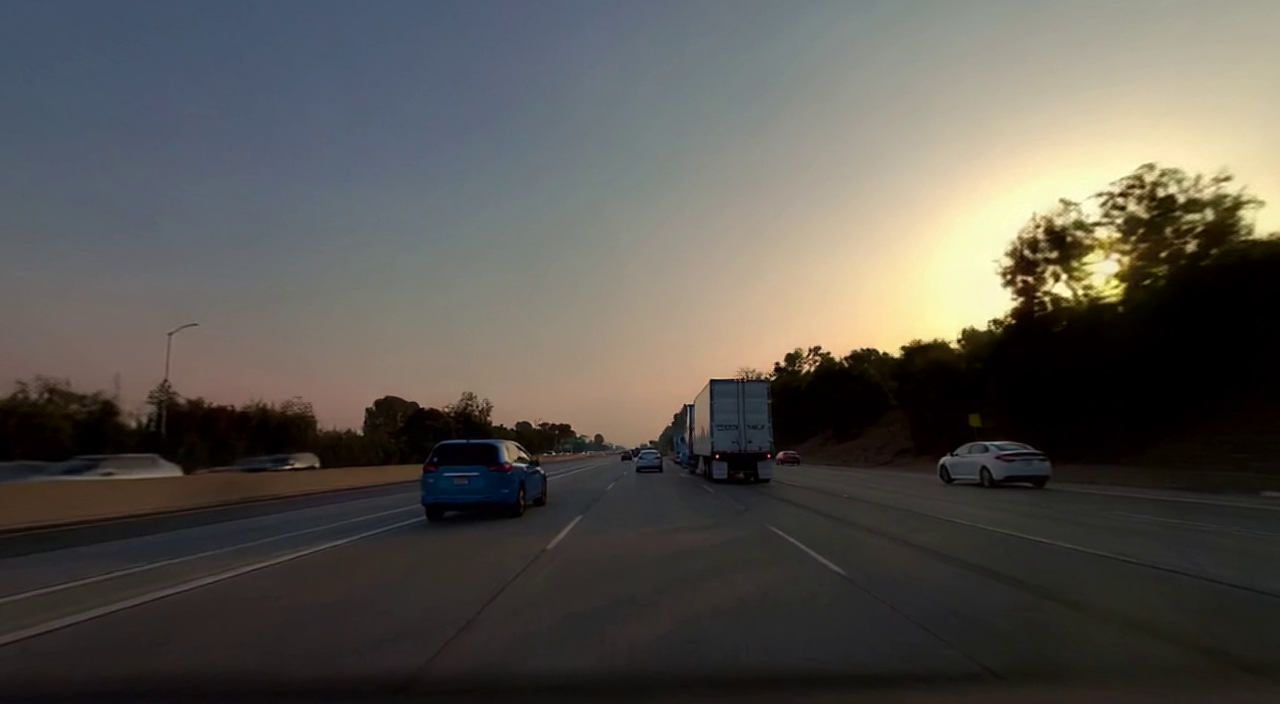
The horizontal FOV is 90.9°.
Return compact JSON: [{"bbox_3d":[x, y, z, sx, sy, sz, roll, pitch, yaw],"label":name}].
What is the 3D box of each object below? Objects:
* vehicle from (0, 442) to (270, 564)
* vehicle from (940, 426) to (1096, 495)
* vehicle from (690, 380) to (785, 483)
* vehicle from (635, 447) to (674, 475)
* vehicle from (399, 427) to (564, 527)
[{"bbox_3d":[-8.415,2.252,10.244,2.084,1.518,4.418,0,-9,0],"label":"vehicle"},{"bbox_3d":[11.275,3.262,19.275,2.041,1.824,4.376,0,-9,0],"label":"vehicle"},{"bbox_3d":[4.387,4.119,31.504,2.821,4.077,12.562,0,-9,1],"label":"vehicle"},{"bbox_3d":[0.754,6.146,35.765,2.063,1.469,4.208,0,-9,0],"label":"vehicle"},{"bbox_3d":[-3.099,2.576,13.528,2.237,1.745,4.575,0,-9,1],"label":"vehicle"}]
